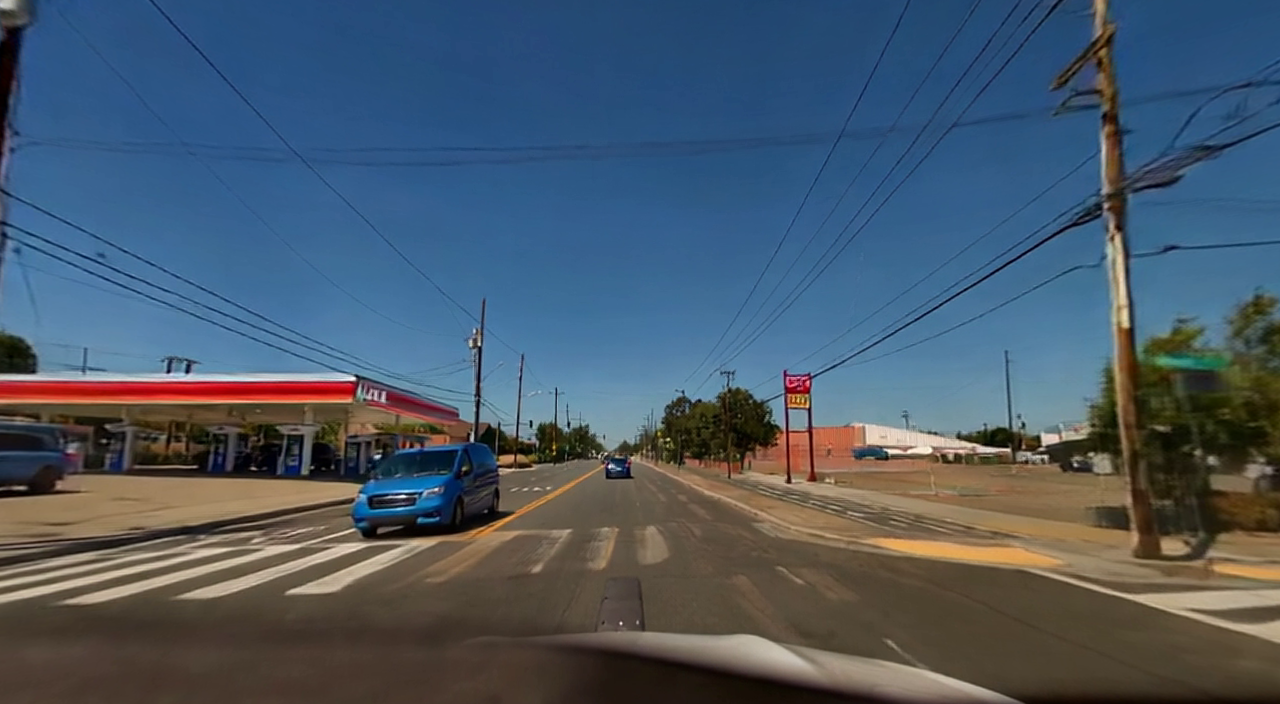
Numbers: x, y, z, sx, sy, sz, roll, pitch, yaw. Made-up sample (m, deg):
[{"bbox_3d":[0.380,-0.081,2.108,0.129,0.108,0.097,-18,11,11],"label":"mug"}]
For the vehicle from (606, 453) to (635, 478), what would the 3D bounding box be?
[{"bbox_3d":[-1.446,8.287,46.258,2.000,1.663,4.271,0,-9,-3],"label":"vehicle"}]

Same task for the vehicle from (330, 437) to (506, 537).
[{"bbox_3d":[-4.670,2.910,14.314,2.274,1.844,4.843,0,-9,-1],"label":"vehicle"}]

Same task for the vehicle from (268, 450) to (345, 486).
[{"bbox_3d":[-17.992,6.233,34.373,1.890,1.761,4.578,0,-9,-3],"label":"vehicle"}]

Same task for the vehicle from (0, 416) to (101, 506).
[{"bbox_3d":[-18.005,2.967,17.256,2.499,2.309,4.613,0,-9,-3],"label":"vehicle"}]
